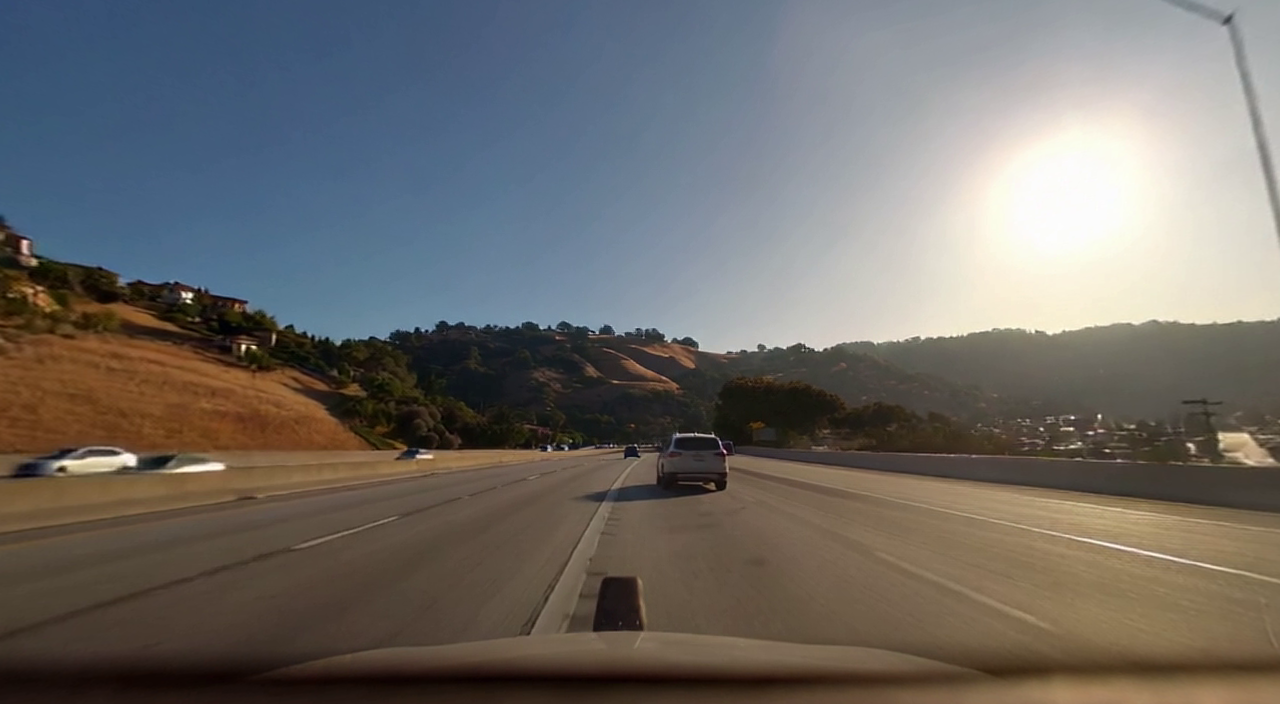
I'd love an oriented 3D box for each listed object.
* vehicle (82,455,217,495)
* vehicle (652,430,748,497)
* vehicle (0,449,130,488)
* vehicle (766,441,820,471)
[{"bbox_3d":[-20.313,5.076,26.366,1.869,1.454,4.622,0,-8,1],"label":"vehicle"},{"bbox_3d":[1.625,3.288,18.937,2.318,1.766,4.587,0,-8,-1],"label":"vehicle"},{"bbox_3d":[-27.422,5.461,29.992,1.910,1.651,5.041,0,-8,1],"label":"vehicle"},{"bbox_3d":[9.153,6.236,38.027,2.043,1.714,4.453,0,-8,-1],"label":"vehicle"}]
